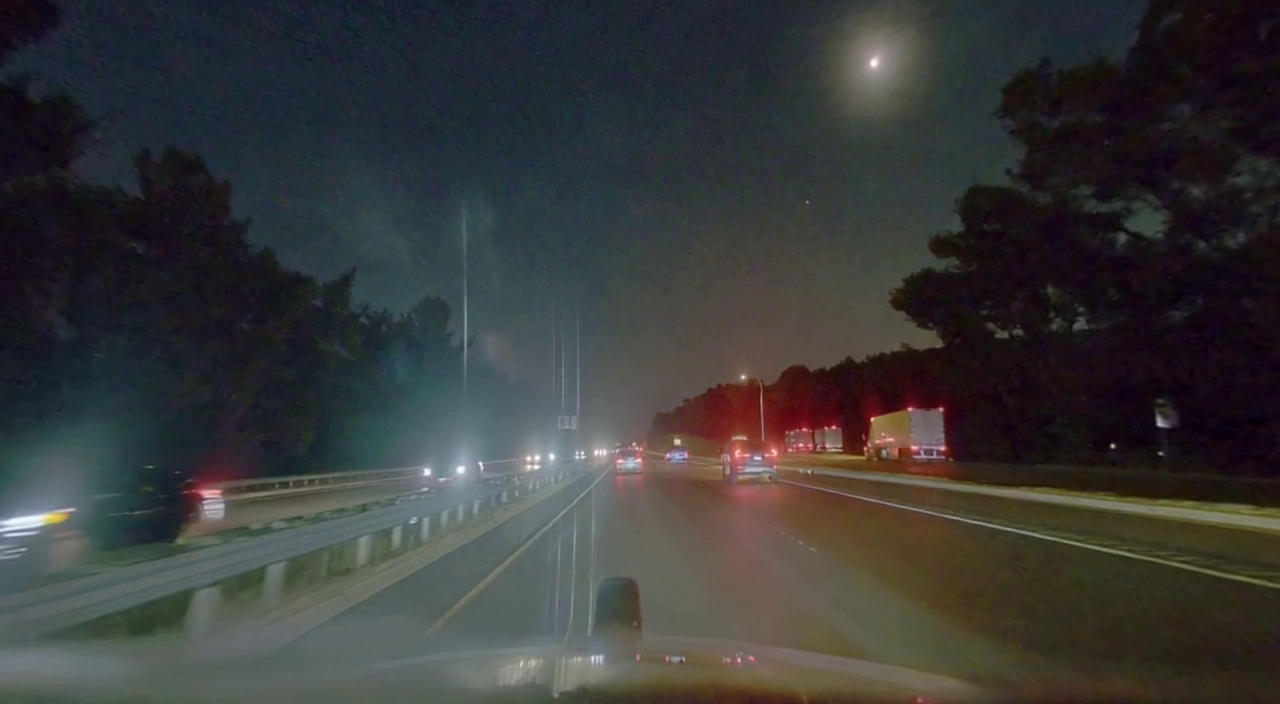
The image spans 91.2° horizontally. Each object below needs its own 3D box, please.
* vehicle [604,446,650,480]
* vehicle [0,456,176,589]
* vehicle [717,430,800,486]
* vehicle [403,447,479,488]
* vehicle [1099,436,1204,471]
[{"bbox_3d":[-0.580,5.122,29.170,2.029,1.483,3.769,0,-9,0],"label":"vehicle"},{"bbox_3d":[-8.608,2.125,7.876,1.913,1.537,4.729,0,-9,0],"label":"vehicle"},{"bbox_3d":[4.514,4.157,24.741,2.261,1.952,4.784,0,-9,0],"label":"vehicle"},{"bbox_3d":[-9.052,5.265,28.878,2.020,1.686,4.335,0,-9,1],"label":"vehicle"},{"bbox_3d":[25.712,5.118,31.730,1.920,1.589,4.604,-2,-9,9],"label":"vehicle"}]
